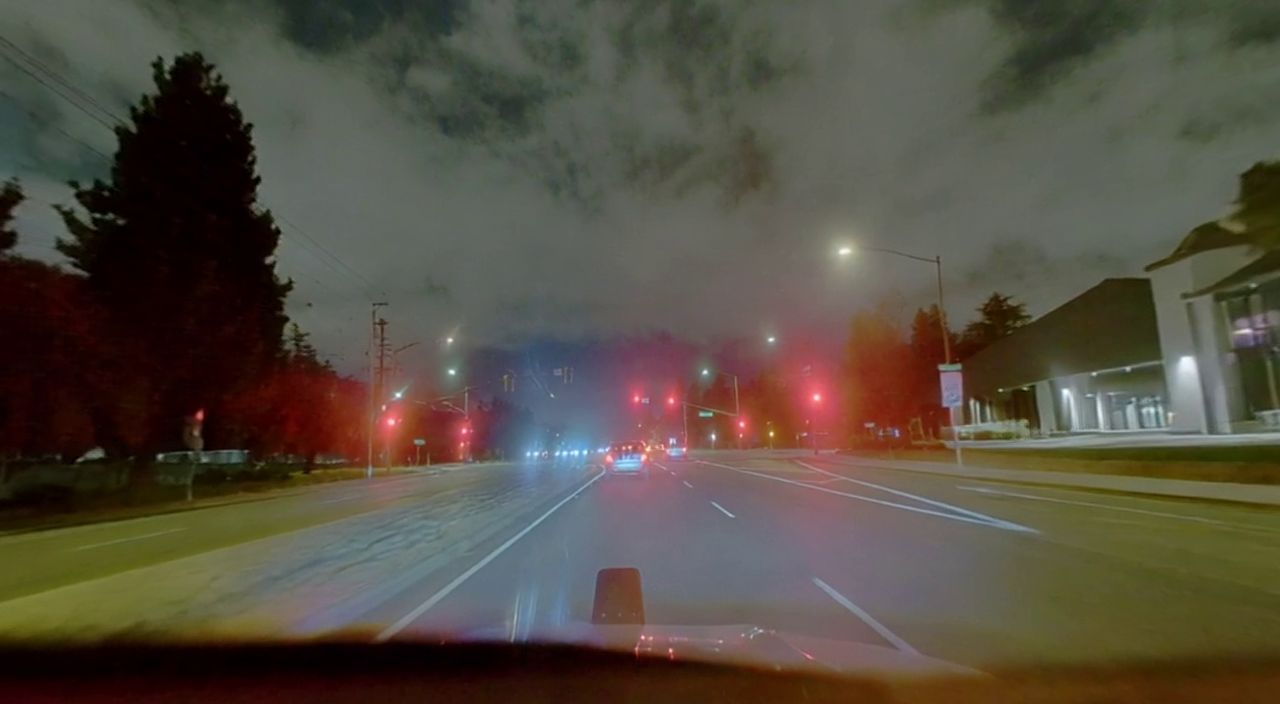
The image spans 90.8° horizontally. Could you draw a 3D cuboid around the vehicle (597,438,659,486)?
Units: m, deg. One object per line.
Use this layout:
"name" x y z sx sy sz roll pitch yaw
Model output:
"vehicle" -0.438 4.172 24.302 2.181 1.639 4.127 0 -9 0
